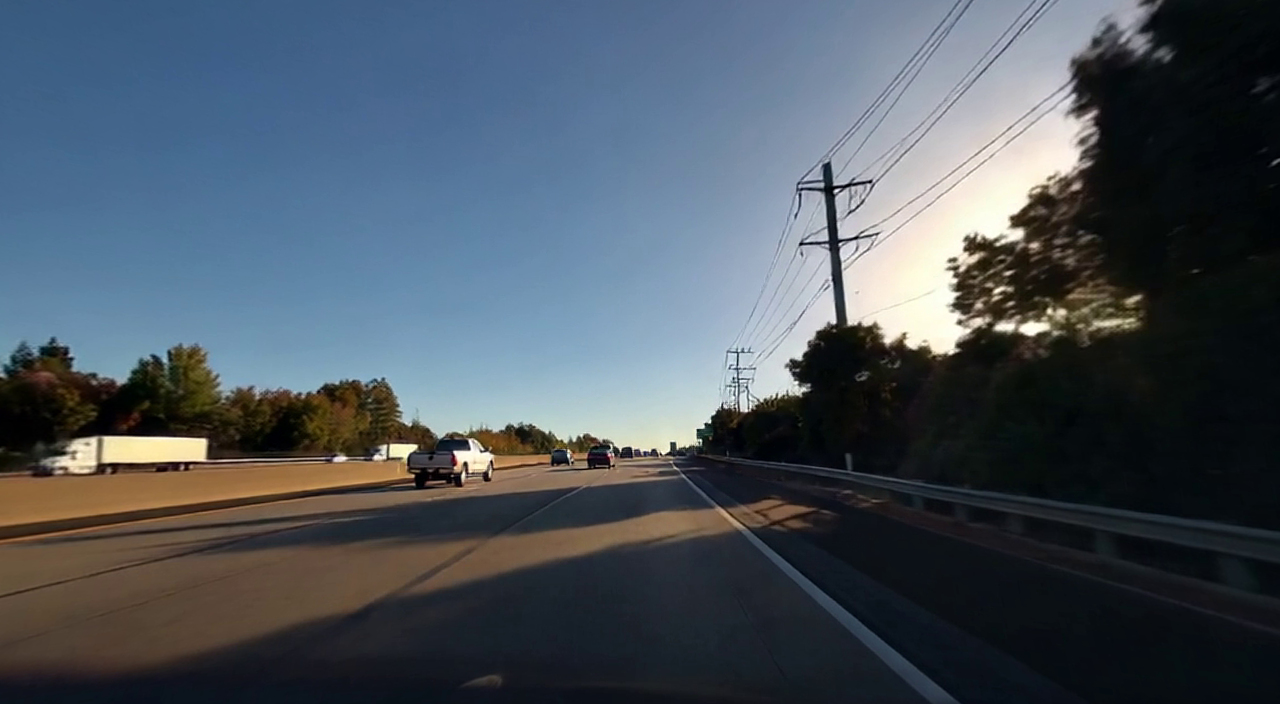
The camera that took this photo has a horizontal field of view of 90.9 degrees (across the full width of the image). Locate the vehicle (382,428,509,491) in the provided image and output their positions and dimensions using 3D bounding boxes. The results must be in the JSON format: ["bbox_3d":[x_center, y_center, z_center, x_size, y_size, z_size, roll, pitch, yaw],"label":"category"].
[{"bbox_3d":[-6.810,3.872,23.156,2.460,1.992,6.474,0,-8,1],"label":"vehicle"}]

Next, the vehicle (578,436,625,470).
[{"bbox_3d":[-2.377,6.494,40.678,2.448,2.025,5.193,0,-8,3],"label":"vehicle"}]
